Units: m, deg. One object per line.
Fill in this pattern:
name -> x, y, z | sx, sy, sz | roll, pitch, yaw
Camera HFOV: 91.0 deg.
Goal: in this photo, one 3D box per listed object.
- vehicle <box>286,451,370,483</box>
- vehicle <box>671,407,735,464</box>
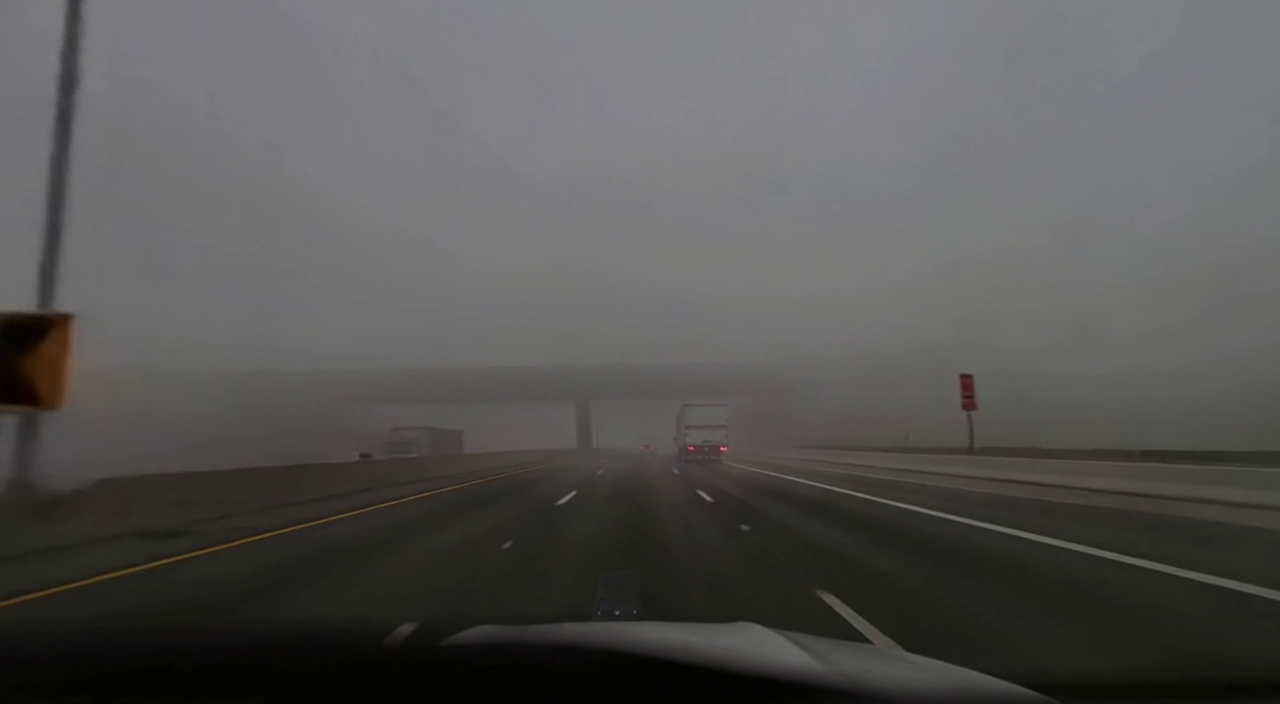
vehicle -> -16.785, 6.173, 34.154 | 2.105, 1.492, 4.603 | -1, -8, 1
vehicle -> 4.244, 6.068, 45.416 | 3.306, 3.531, 11.717 | 0, -8, 0
